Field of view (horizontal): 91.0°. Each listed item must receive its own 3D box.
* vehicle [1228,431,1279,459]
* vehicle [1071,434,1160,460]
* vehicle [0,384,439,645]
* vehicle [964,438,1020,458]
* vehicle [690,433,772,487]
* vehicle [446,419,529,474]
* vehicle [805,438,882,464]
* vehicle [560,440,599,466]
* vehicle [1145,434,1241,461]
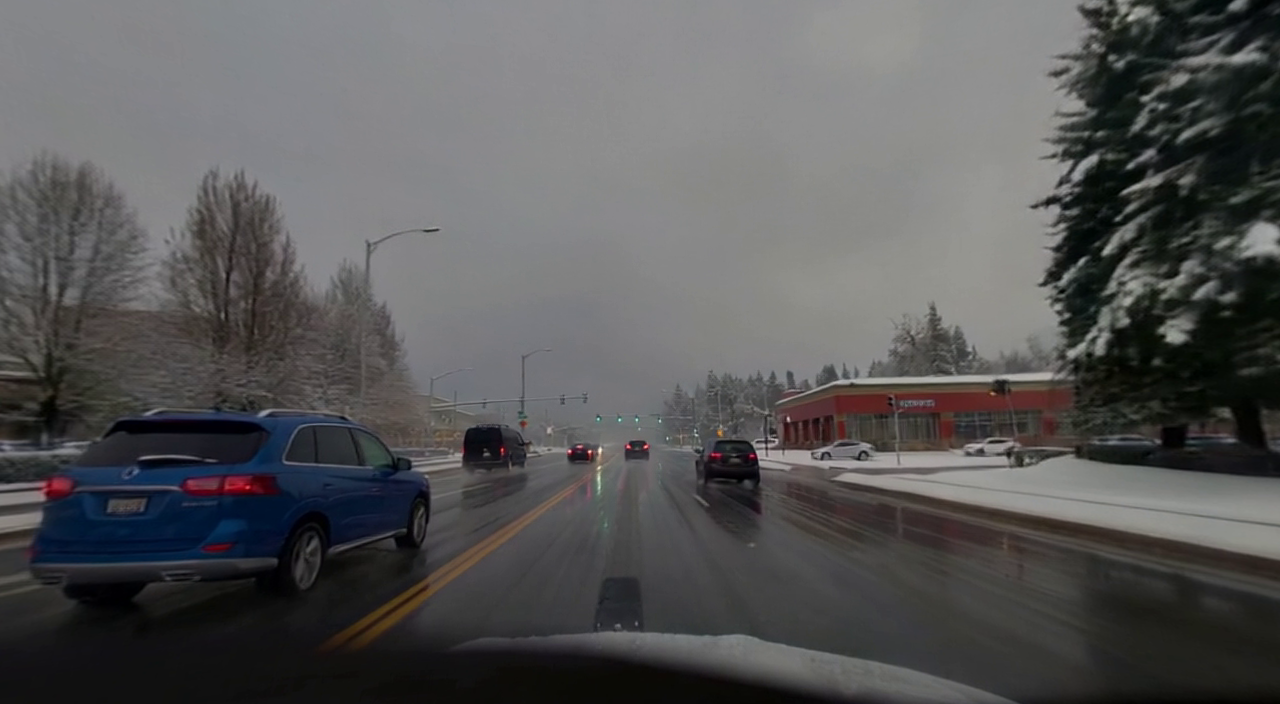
[{"bbox_3d":[38.140,5.583,37.732,1.812,1.641,3.875,1,-9,-2],"label":"vehicle"},{"bbox_3d":[28.099,5.654,37.363,1.760,1.431,4.343,0,-9,-2],"label":"vehicle"},{"bbox_3d":[-3.787,1.413,6.448,2.038,1.748,4.303,0,-9,-1],"label":"vehicle"},{"bbox_3d":[27.725,7.608,49.755,1.768,1.460,4.677,0,-9,0],"label":"vehicle"},{"bbox_3d":[3.221,3.965,23.414,2.167,1.792,4.835,0,-9,-2],"label":"vehicle"},{"bbox_3d":[-7.766,4.948,32.945,2.863,2.592,6.410,0,-9,-1],"label":"vehicle"},{"bbox_3d":[14.450,7.056,44.893,4.626,1.562,2.159,-2,-9,-3],"label":"vehicle"},{"bbox_3d":[-4.070,6.869,42.919,2.133,1.677,4.727,0,-9,0],"label":"vehicle"},{"bbox_3d":[33.230,5.780,37.999,1.817,1.503,4.238,0,-9,-1],"label":"vehicle"}]
